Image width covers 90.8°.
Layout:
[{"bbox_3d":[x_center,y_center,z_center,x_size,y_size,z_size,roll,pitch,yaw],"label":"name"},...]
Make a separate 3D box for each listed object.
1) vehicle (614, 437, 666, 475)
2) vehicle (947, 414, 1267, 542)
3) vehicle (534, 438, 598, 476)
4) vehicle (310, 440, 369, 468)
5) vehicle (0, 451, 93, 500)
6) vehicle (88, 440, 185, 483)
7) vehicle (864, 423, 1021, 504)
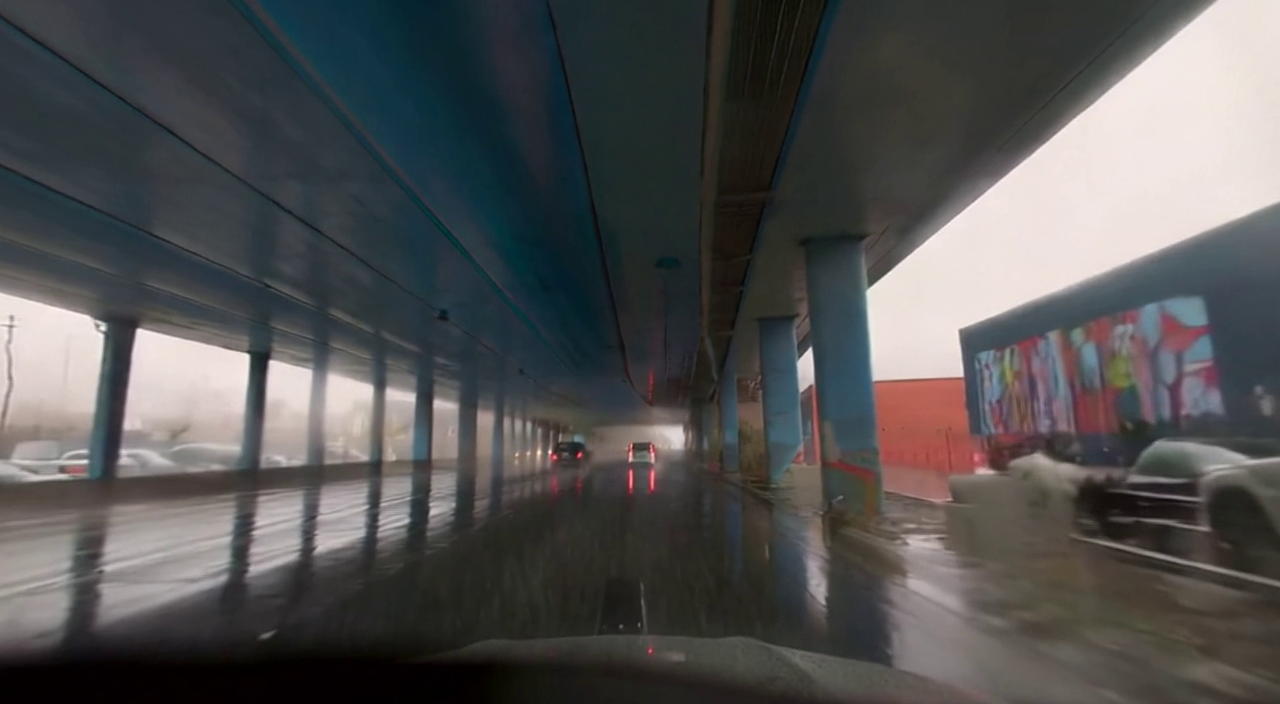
[{"bbox_3d":[0.038,4.603,28.092,2.155,1.571,3.734,0,-9,2],"label":"vehicle"},{"bbox_3d":[7.070,1.948,10.344,2.017,1.625,4.337,0,-9,2],"label":"vehicle"},{"bbox_3d":[-3.188,4.627,28.165,2.024,1.533,4.549,-1,-8,4],"label":"vehicle"},{"bbox_3d":[-22.582,7.702,47.694,1.980,1.951,5.105,0,-9,0],"label":"vehicle"},{"bbox_3d":[-27.134,5.360,27.756,1.971,1.939,4.729,1,-9,-2],"label":"vehicle"},{"bbox_3d":[-30.565,6.606,38.565,1.933,2.393,4.896,0,-8,-3],"label":"vehicle"},{"bbox_3d":[7.287,2.726,15.841,1.947,1.725,4.441,0,-8,4],"label":"vehicle"}]
